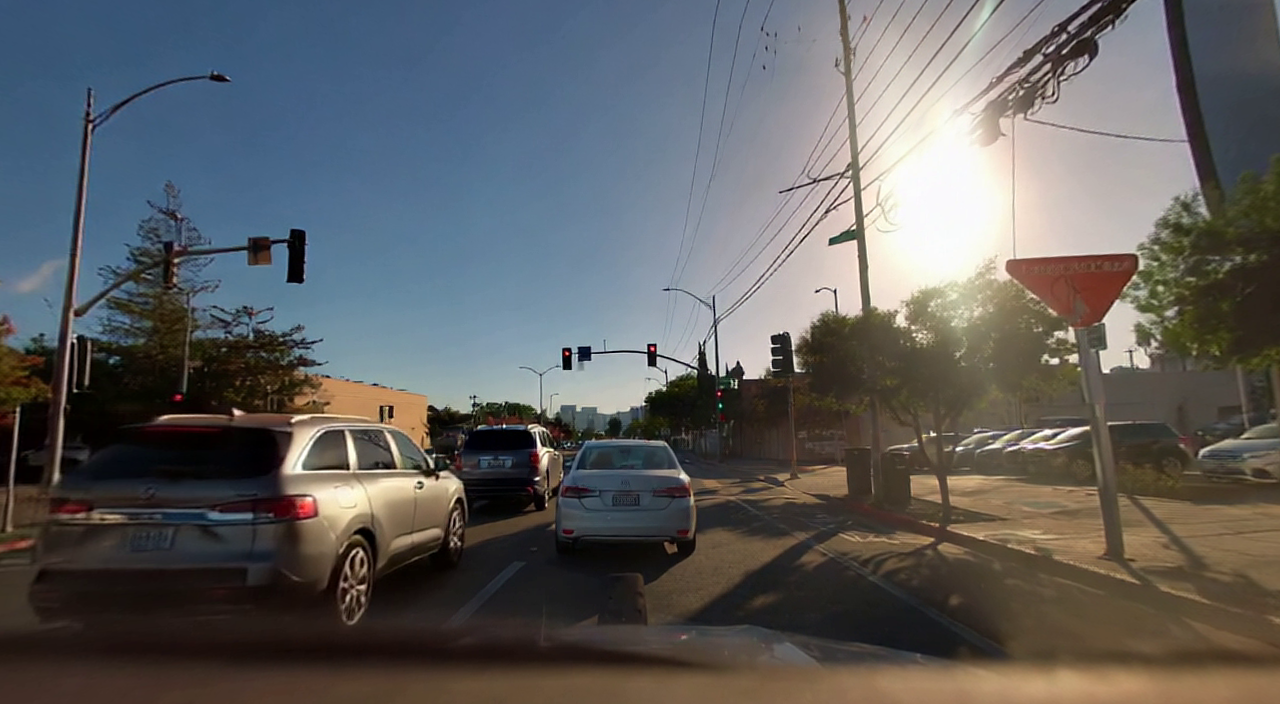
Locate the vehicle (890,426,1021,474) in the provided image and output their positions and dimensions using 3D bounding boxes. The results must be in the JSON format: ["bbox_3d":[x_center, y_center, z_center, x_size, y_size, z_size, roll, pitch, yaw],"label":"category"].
[{"bbox_3d":[10.644,3.354,21.727,1.842,1.471,4.481,1,-8,-5],"label":"vehicle"}]

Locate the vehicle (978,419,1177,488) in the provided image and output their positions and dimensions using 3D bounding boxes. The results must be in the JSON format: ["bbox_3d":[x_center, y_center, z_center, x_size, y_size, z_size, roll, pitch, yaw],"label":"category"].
[{"bbox_3d":[10.528,2.494,15.684,1.888,1.455,4.268,0,-8,0],"label":"vehicle"}]

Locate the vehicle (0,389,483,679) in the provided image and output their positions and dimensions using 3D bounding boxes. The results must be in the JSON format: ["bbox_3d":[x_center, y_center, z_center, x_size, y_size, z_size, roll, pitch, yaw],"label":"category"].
[{"bbox_3d":[-2.930,1.347,5.702,2.003,1.681,3.878,0,-8,0],"label":"vehicle"}]

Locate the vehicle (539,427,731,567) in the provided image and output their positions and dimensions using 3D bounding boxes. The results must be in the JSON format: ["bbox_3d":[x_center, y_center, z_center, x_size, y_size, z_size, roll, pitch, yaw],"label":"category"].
[{"bbox_3d":[-0.149,1.874,8.971,2.070,1.481,4.216,0,-8,-3],"label":"vehicle"}]

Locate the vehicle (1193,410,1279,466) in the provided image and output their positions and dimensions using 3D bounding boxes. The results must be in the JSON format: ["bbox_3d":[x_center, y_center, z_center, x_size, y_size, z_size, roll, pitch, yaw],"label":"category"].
[{"bbox_3d":[18.719,2.558,18.676,4.446,1.511,1.977,4,-10,-29],"label":"vehicle"}]

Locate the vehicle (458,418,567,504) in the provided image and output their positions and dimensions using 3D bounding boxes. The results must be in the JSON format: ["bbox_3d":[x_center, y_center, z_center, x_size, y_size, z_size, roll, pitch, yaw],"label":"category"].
[{"bbox_3d":[-3.029,2.696,15.979,2.106,1.852,4.512,0,-8,-4],"label":"vehicle"}]
